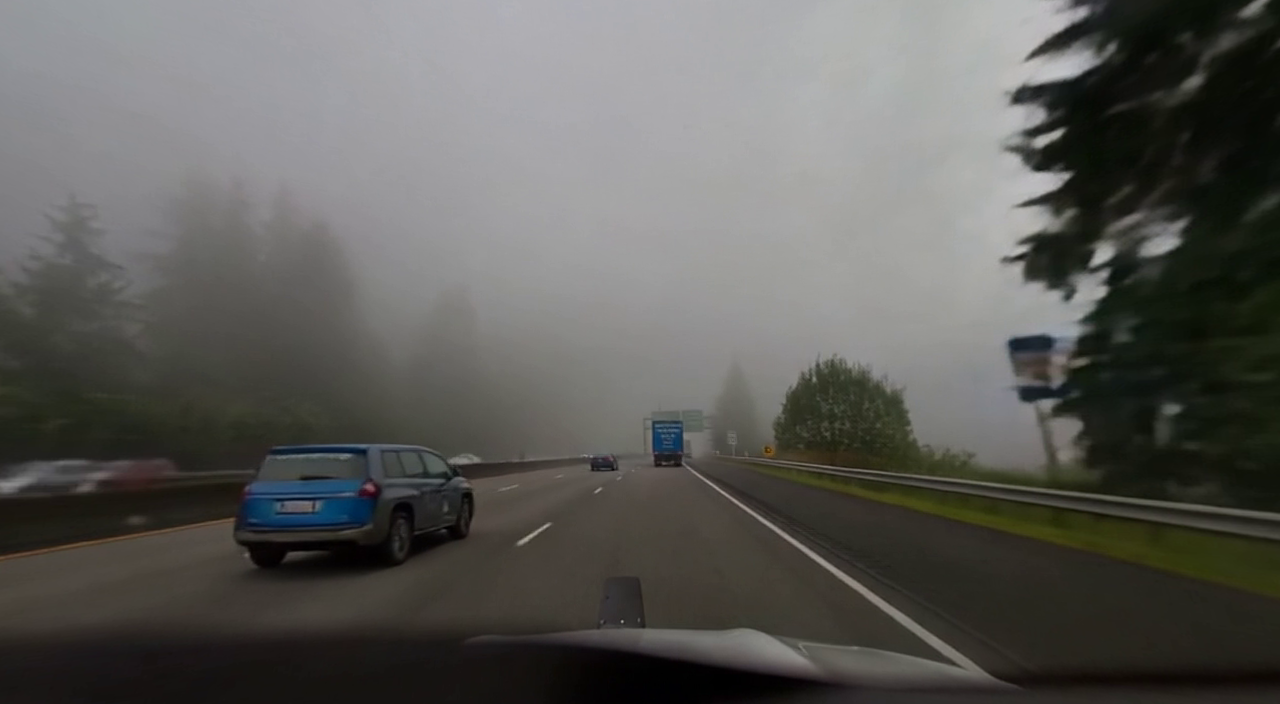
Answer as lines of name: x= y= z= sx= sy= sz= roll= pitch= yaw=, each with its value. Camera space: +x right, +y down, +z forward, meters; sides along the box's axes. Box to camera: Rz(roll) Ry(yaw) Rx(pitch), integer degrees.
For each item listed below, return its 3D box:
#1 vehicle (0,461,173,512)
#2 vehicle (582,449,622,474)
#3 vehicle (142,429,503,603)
vehicle: x=-18.544 y=4.482 z=21.422 sx=1.767 sy=1.469 sz=4.515 roll=0 pitch=-9 yaw=2
vehicle: x=-2.296 y=6.795 z=39.177 sx=2.045 sy=1.430 sz=3.951 roll=-1 pitch=-9 yaw=3
vehicle: x=-3.359 y=1.835 z=8.005 sx=2.039 sy=1.532 sz=4.610 roll=-1 pitch=-9 yaw=2
